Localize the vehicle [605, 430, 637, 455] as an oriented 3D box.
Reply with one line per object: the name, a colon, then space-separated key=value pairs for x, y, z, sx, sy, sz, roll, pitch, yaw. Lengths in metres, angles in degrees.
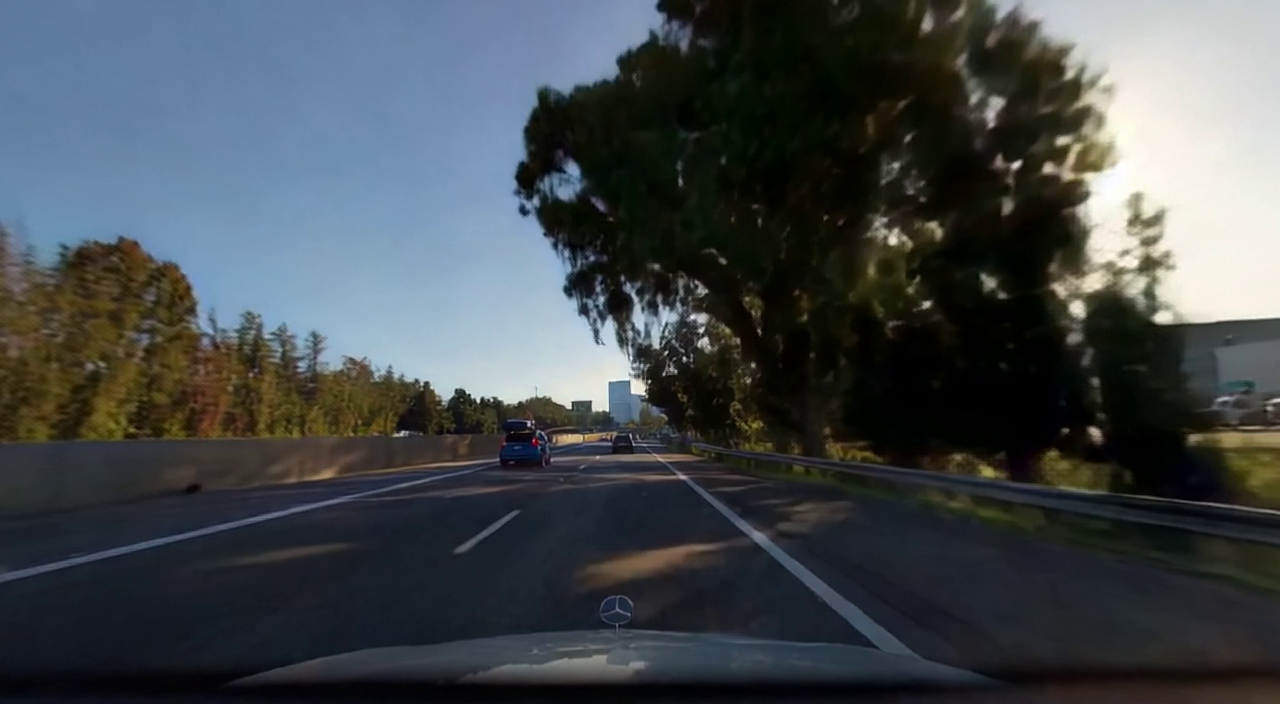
vehicle: x=-1.299 y=6.295 z=43.908 sx=2.151 sy=1.618 sz=3.898 roll=0 pitch=-8 yaw=-1

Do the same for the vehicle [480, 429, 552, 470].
vehicle: x=-5.168 y=4.129 z=26.904 sx=2.189 sy=1.580 sz=4.607 roll=0 pitch=-8 yaw=0
